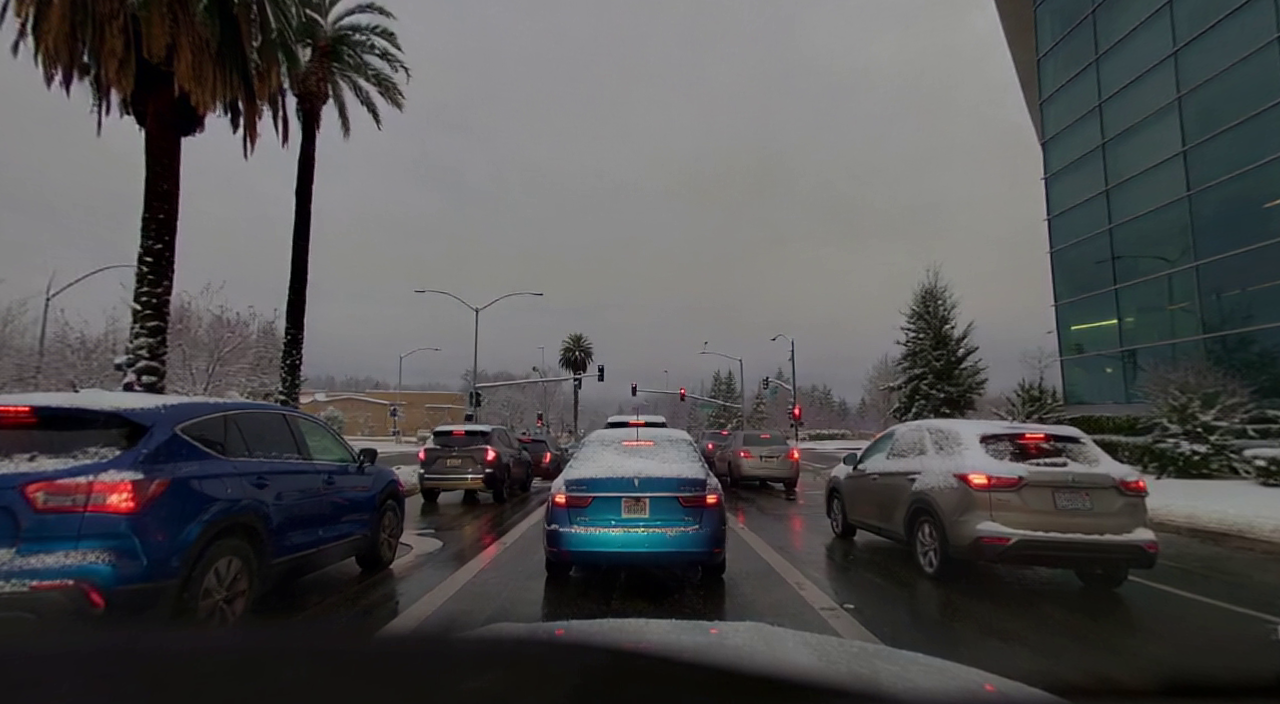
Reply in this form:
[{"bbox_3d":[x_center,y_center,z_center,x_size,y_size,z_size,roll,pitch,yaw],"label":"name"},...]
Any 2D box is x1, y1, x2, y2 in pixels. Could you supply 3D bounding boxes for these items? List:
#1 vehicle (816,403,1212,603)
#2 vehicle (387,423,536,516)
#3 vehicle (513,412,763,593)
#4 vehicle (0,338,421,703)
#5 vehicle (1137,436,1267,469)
[{"bbox_3d":[3.835,1.623,7.685,2.064,1.696,4.431,0,-8,0],"label":"vehicle"},{"bbox_3d":[-3.474,2.354,13.074,1.917,1.631,3.768,0,-8,1],"label":"vehicle"},{"bbox_3d":[-0.057,1.658,7.824,2.219,1.586,4.321,0,-8,-1],"label":"vehicle"},{"bbox_3d":[-3.542,1.135,5.075,2.014,1.775,4.404,0,-8,-1],"label":"vehicle"},{"bbox_3d":[25.446,4.545,28.653,4.014,1.417,1.777,-1,-8,5],"label":"vehicle"}]
